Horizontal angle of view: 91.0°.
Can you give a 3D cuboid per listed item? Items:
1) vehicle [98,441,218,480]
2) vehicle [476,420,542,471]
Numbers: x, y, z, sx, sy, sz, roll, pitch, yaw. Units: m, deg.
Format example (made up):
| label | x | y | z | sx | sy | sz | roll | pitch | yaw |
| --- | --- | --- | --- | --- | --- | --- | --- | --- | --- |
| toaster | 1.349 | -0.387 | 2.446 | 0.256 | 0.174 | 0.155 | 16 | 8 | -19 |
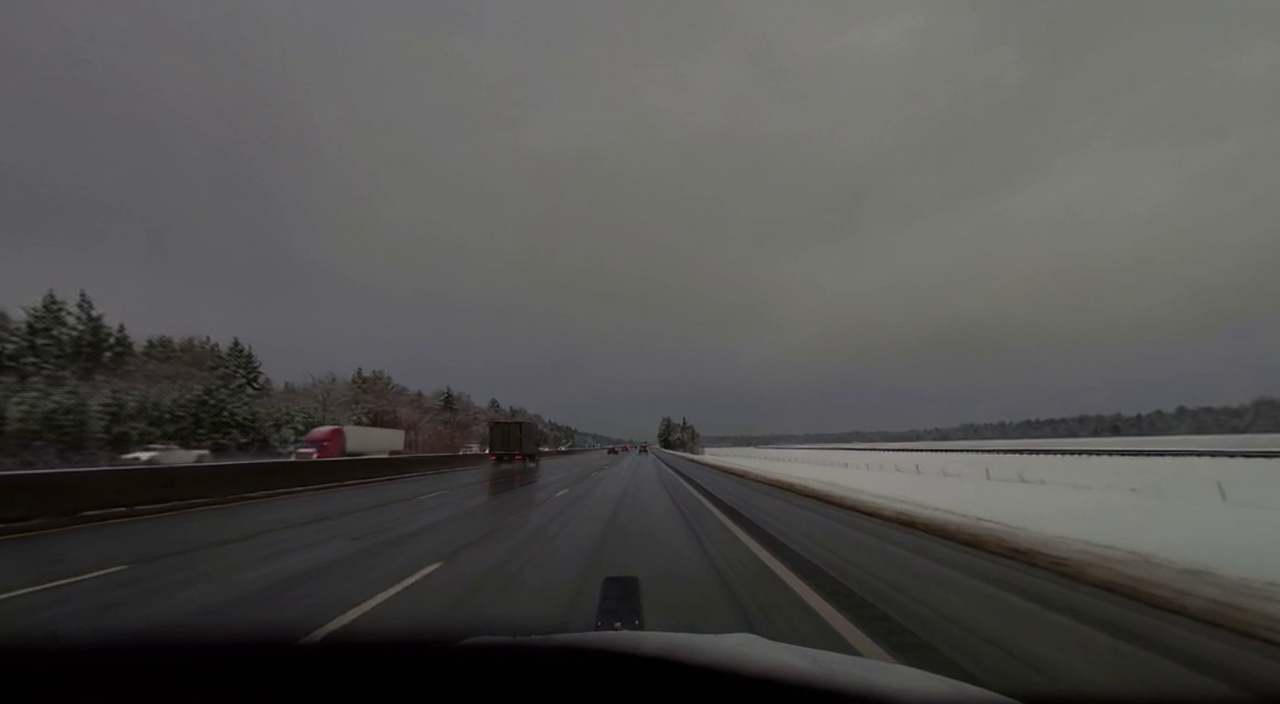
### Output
| label | x | y | z | sx | sy | sz | roll | pitch | yaw |
| --- | --- | --- | --- | --- | --- | --- | --- | --- | --- |
| vehicle | -37.025 | 8.331 | 48.814 | 3.173 | 2.754 | 7.530 | -1 | -9 | 1 |
| vehicle | -7.423 | 5.450 | 36.515 | 2.444 | 2.685 | 5.893 | 0 | -9 | 1 |
